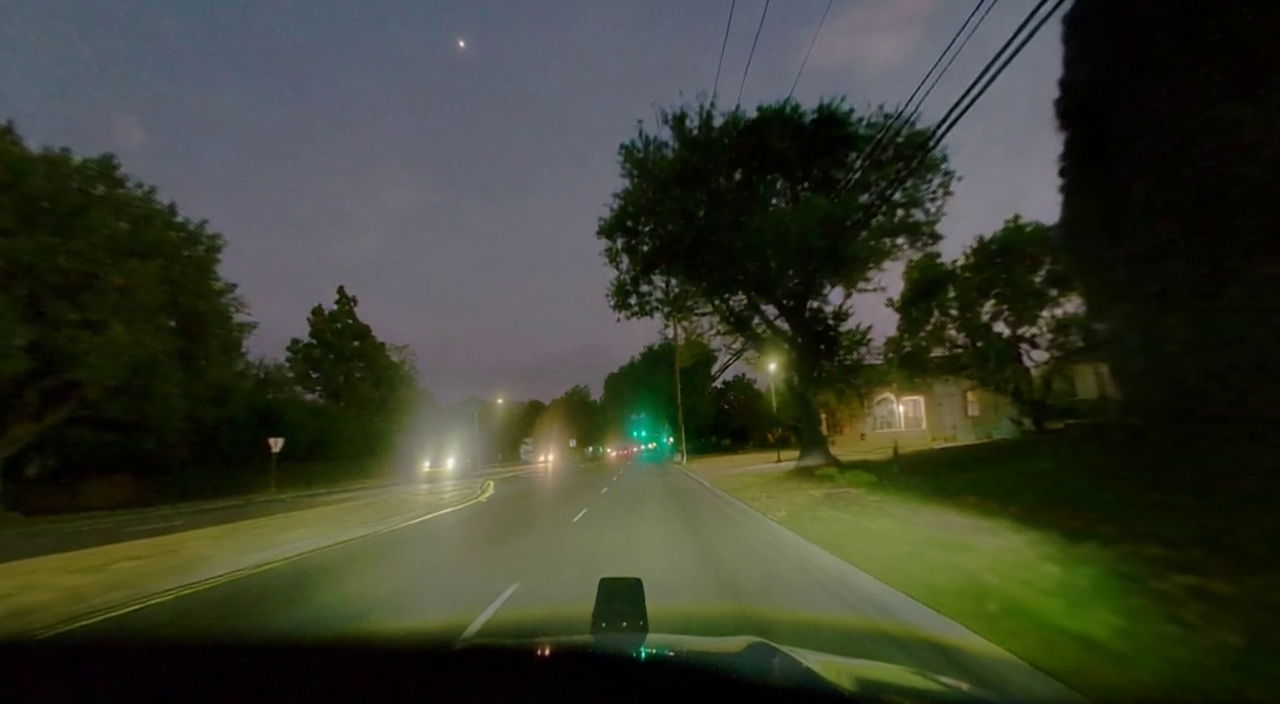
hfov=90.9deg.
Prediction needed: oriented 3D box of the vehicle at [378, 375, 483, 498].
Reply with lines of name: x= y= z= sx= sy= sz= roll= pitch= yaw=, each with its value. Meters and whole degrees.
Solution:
vehicle: x=-6.829 y=2.807 z=20.993 sx=2.365 sy=3.642 sz=3.374 roll=-2 pitch=-8 yaw=-1
